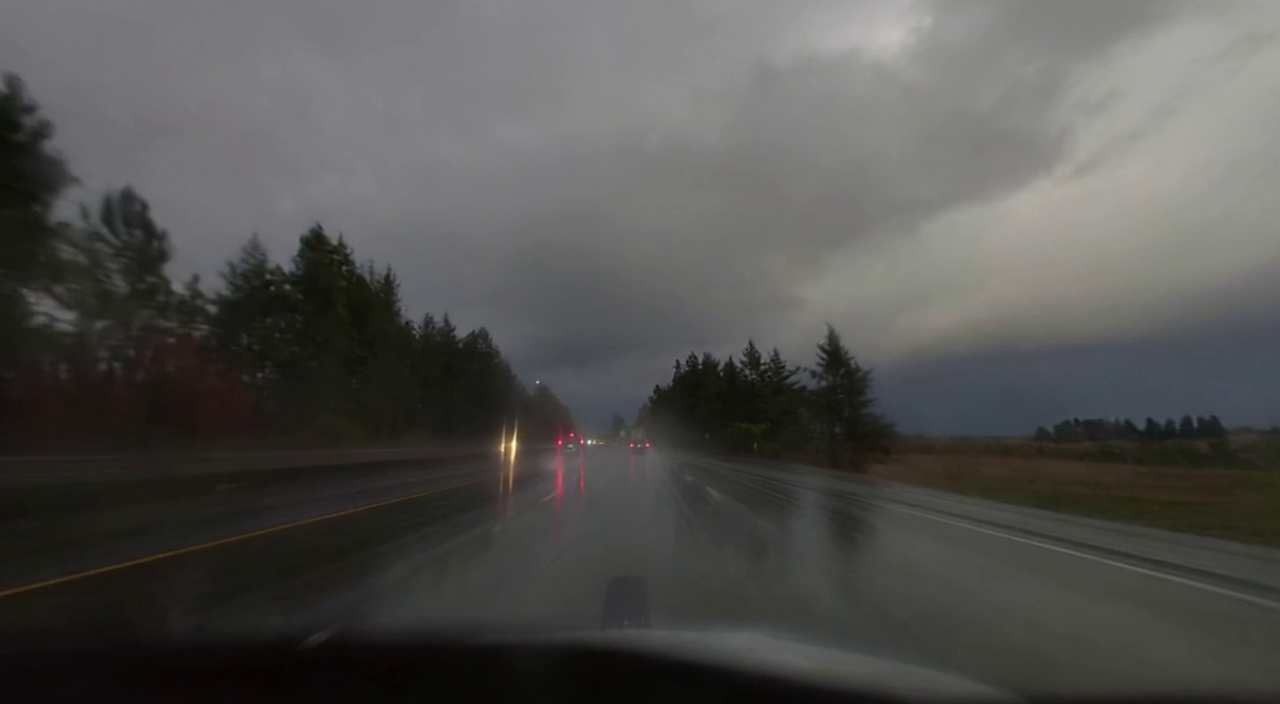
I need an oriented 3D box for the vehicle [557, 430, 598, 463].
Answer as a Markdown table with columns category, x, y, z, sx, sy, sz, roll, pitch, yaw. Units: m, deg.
| category | x | y | z | sx | sy | sz | roll | pitch | yaw |
| --- | --- | --- | --- | --- | --- | --- | --- | --- | --- |
| vehicle | -4.146 | 6.343 | 42.428 | 2.241 | 2.034 | 4.890 | 0 | -8 | 0 |
